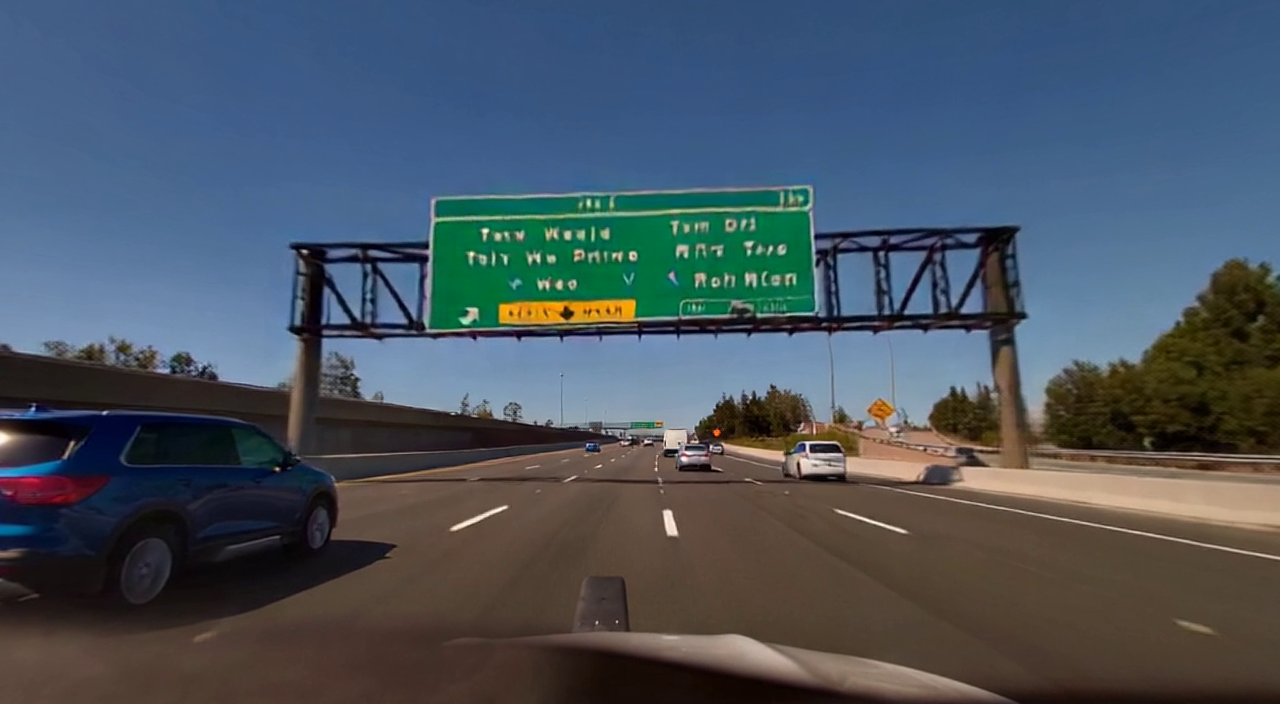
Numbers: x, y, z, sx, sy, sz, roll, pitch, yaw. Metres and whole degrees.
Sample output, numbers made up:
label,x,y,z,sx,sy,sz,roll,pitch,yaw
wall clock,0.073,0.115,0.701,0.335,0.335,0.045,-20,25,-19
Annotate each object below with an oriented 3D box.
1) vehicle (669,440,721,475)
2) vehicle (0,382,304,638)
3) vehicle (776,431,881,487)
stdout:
label,x,y,z,sx,sy,sz,roll,pitch,yaw
vehicle,2.574,5.064,30.582,2.108,1.509,5.059,0,-8,1
vehicle,-5.126,1.229,5.494,2.000,1.646,4.201,0,-8,1
vehicle,6.366,3.690,22.052,2.184,1.712,4.856,0,-8,0
